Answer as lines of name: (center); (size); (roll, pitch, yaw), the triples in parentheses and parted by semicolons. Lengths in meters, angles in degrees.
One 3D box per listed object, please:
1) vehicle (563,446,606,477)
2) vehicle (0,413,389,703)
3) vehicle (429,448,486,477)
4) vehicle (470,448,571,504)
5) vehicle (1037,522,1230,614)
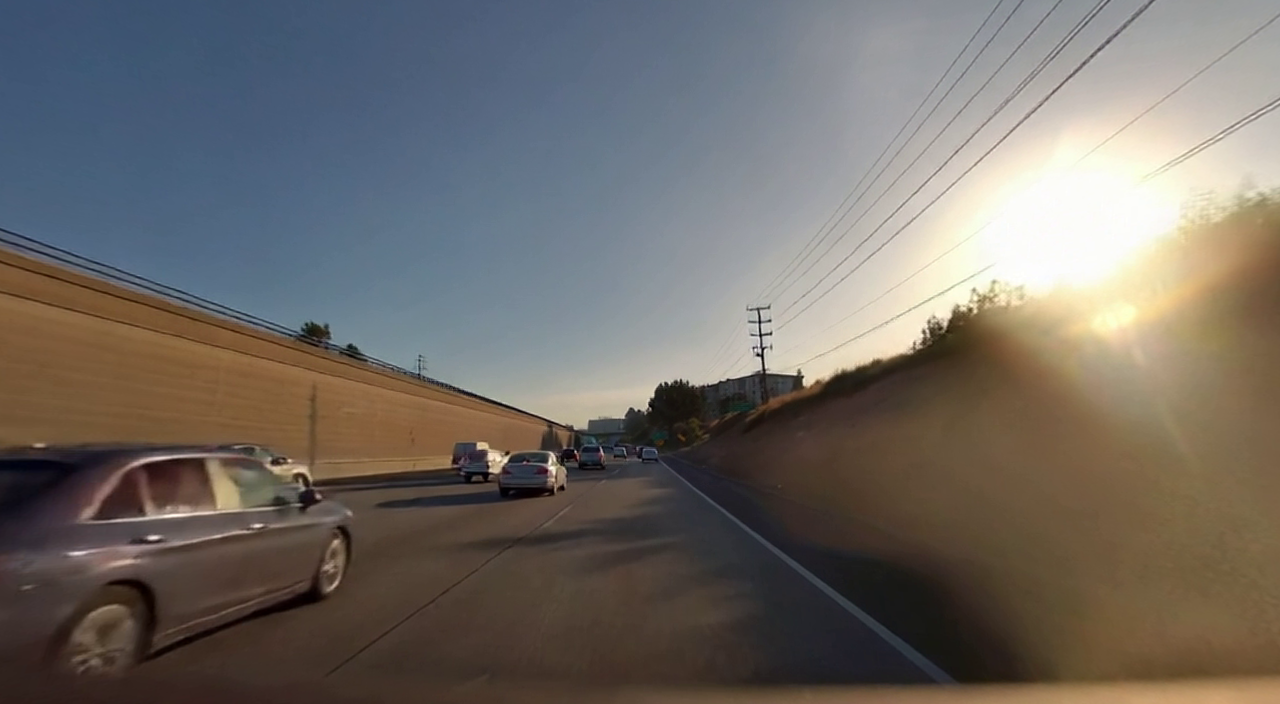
vehicle: (-3.286, 6.541, 38.107); (2.052, 1.731, 4.372); (0, -8, 2)
vehicle: (-3.540, 1.260, 4.221); (1.939, 1.511, 4.246); (0, -8, 0)
vehicle: (-11.072, 6.702, 38.620); (1.951, 1.628, 4.617); (0, -8, 2)
vehicle: (-3.391, 3.598, 18.809); (2.056, 1.449, 4.330); (0, -8, 1)
vehicle: (12.452, 5.434, 16.281); (1.853, 1.586, 3.727); (0, -8, -2)
